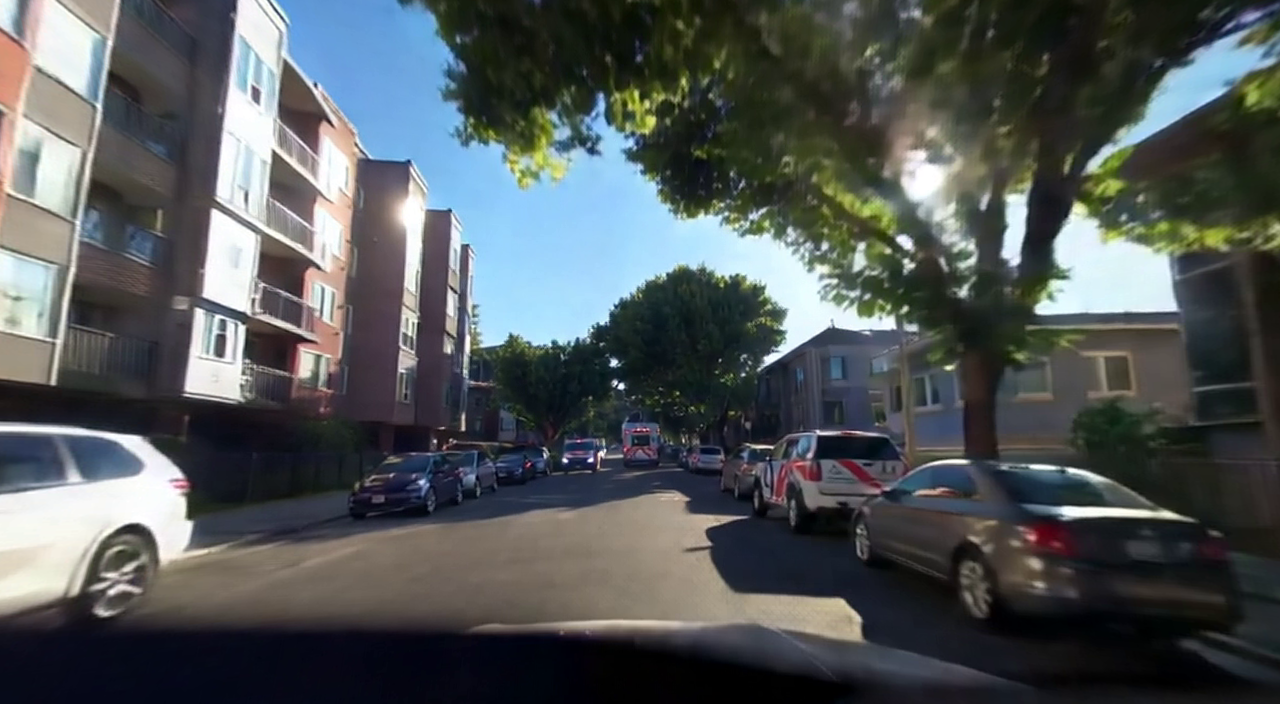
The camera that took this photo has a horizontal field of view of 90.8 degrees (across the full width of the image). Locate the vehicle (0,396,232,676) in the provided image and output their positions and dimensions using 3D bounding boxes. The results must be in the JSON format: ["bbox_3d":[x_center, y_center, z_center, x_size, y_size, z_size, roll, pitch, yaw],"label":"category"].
[{"bbox_3d":[-5.289,1.180,3.920,2.131,1.821,4.976,0,-8,0],"label":"vehicle"}]

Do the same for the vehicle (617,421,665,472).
[{"bbox_3d":[-0.090,6.257,41.813,2.754,3.008,7.730,0,-9,-3],"label":"vehicle"}]

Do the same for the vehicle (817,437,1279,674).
[{"bbox_3d":[3.365,1.642,6.319,1.913,1.434,4.408,2,-8,0],"label":"vehicle"}]

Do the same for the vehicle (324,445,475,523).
[{"bbox_3d":[-5.455,3.010,15.009,1.921,1.482,4.280,-2,-8,0],"label":"vehicle"}]

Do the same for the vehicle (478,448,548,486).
[{"bbox_3d":[-5.331,4.874,27.148,2.047,1.471,4.647,0,-8,0],"label":"vehicle"}]

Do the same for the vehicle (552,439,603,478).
[{"bbox_3d":[-2.992,5.209,31.170,2.029,1.802,4.229,0,-8,1],"label":"vehicle"}]
